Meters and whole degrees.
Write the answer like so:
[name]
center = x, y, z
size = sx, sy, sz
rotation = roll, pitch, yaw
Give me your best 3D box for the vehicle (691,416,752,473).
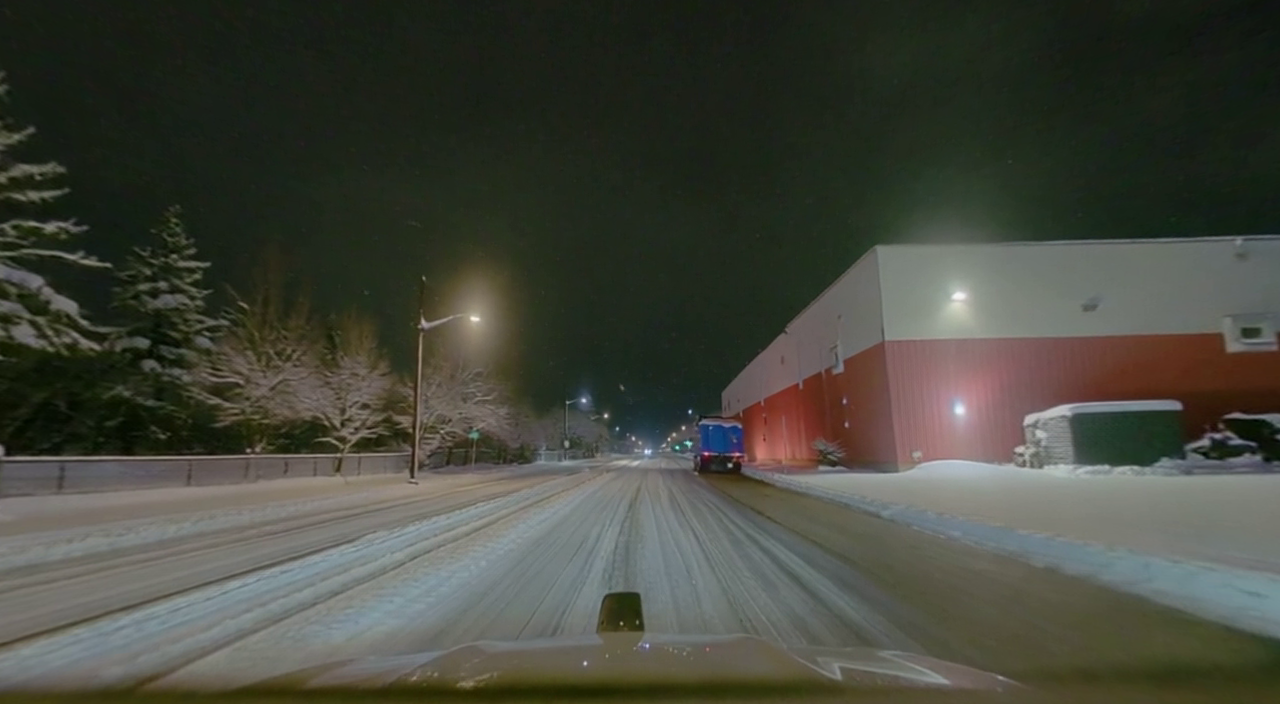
[vehicle]
center = 4.953, 5.797, 39.627
size = 3.019, 3.303, 6.252
rotation = 0, -8, 0
